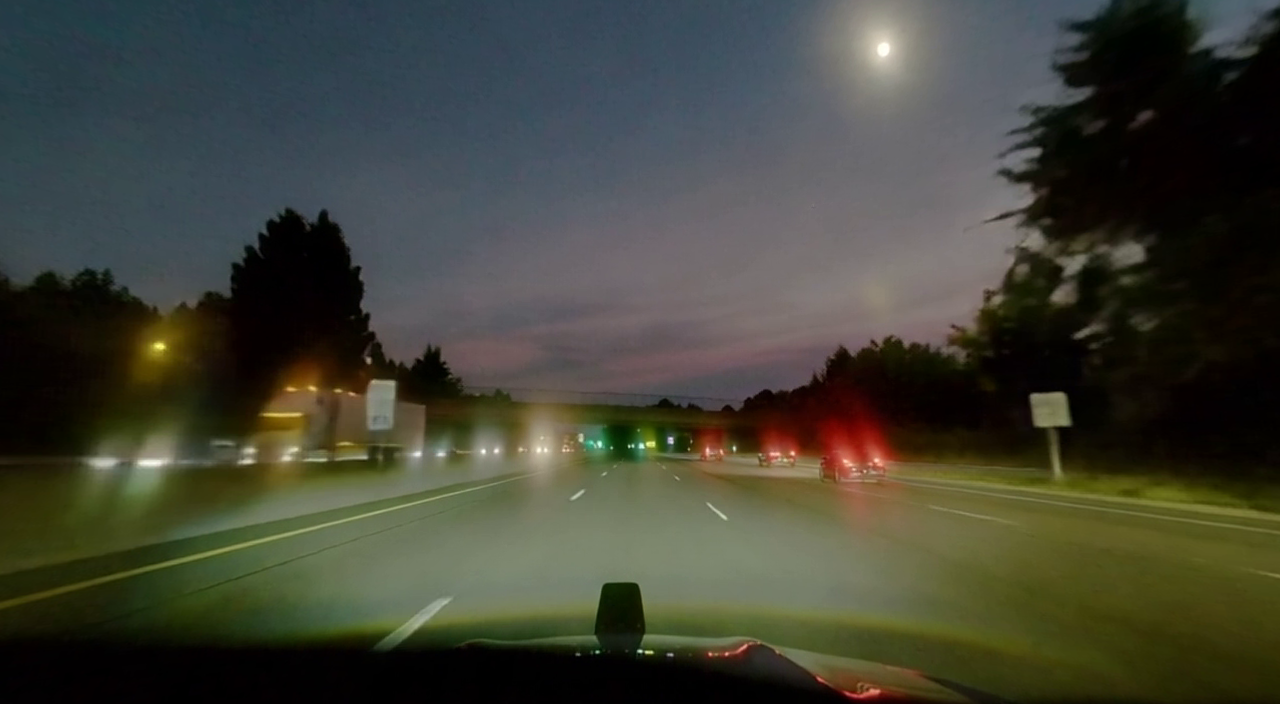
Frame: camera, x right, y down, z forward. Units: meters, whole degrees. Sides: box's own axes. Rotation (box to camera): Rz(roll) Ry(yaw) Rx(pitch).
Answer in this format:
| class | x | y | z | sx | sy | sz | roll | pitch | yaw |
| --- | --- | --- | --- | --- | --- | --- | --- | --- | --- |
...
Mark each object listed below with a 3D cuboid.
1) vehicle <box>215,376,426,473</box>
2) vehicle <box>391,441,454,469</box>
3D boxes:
| class | x | y | z | sx | sy | sz | roll | pitch | yaw |
| --- | --- | --- | --- | --- | --- | --- | --- | --- | --- |
| vehicle | -16.226 | 4.332 | 34.847 | 2.994 | 4.027 | 16.848 | 0 | -9 | 0 |
| vehicle | -11.900 | 5.676 | 34.790 | 1.957 | 1.454 | 4.392 | 0 | -9 | -1 |
